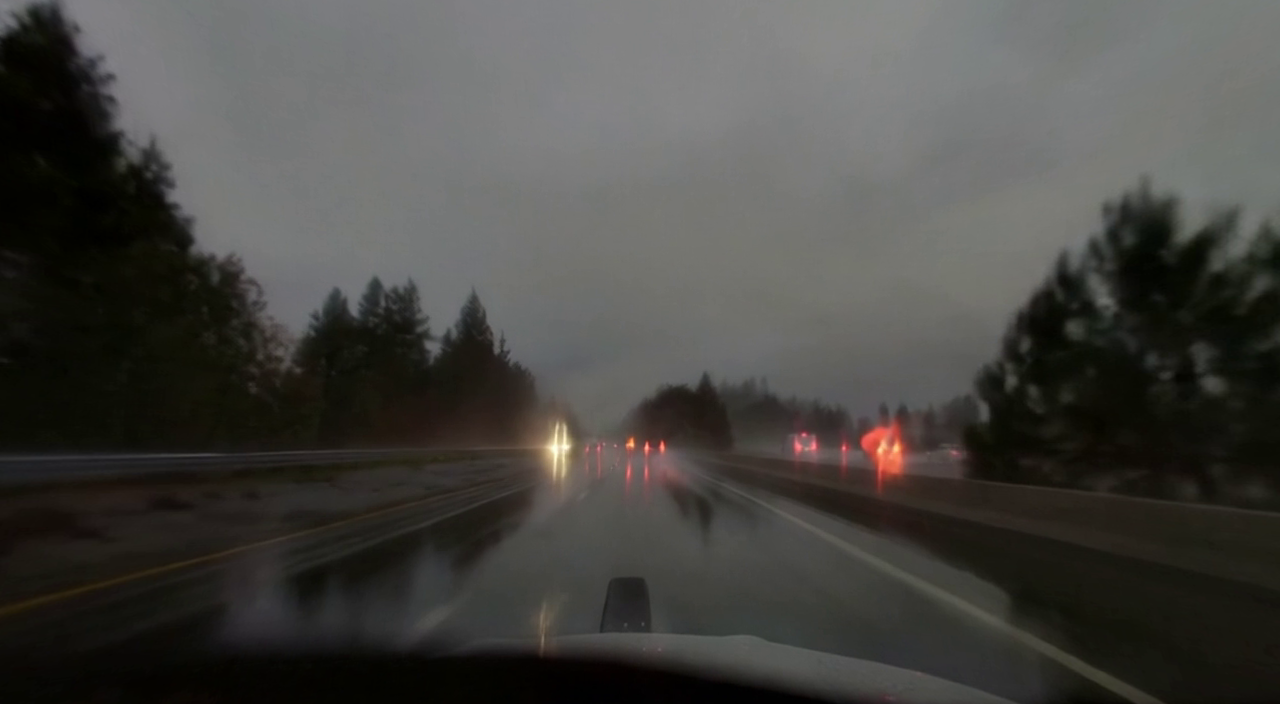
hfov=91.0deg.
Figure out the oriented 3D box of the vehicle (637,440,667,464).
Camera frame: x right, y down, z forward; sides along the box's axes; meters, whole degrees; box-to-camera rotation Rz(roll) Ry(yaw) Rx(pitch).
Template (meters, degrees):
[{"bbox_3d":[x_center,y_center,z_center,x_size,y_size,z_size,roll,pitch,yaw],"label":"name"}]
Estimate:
[{"bbox_3d":[0.791,6.951,43.921,1.966,1.542,3.979,0,-8,-1],"label":"vehicle"}]
